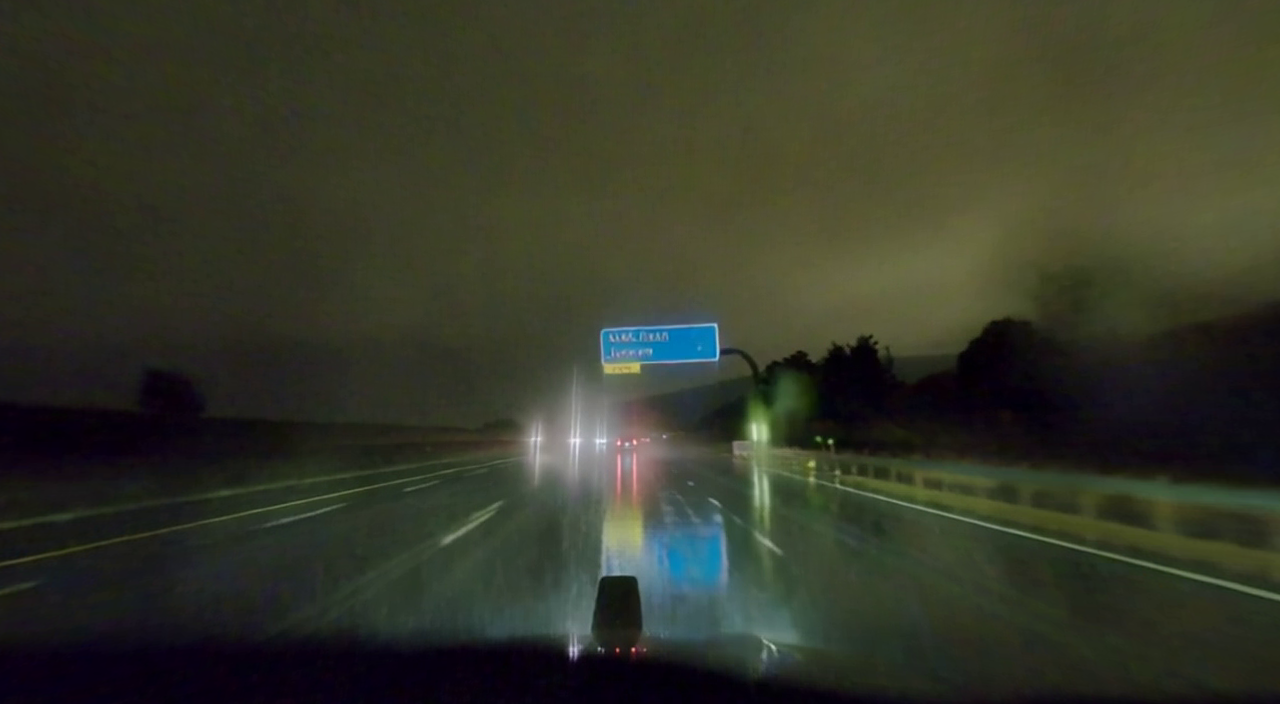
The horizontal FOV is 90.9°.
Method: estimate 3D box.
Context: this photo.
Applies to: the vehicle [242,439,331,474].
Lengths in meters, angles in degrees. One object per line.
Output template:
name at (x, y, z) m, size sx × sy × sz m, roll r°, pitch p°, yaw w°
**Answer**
vehicle at (-17.468, 5.162, 31.436) m, size 2.024 × 1.571 × 4.254 m, roll 0°, pitch -8°, yaw -1°
